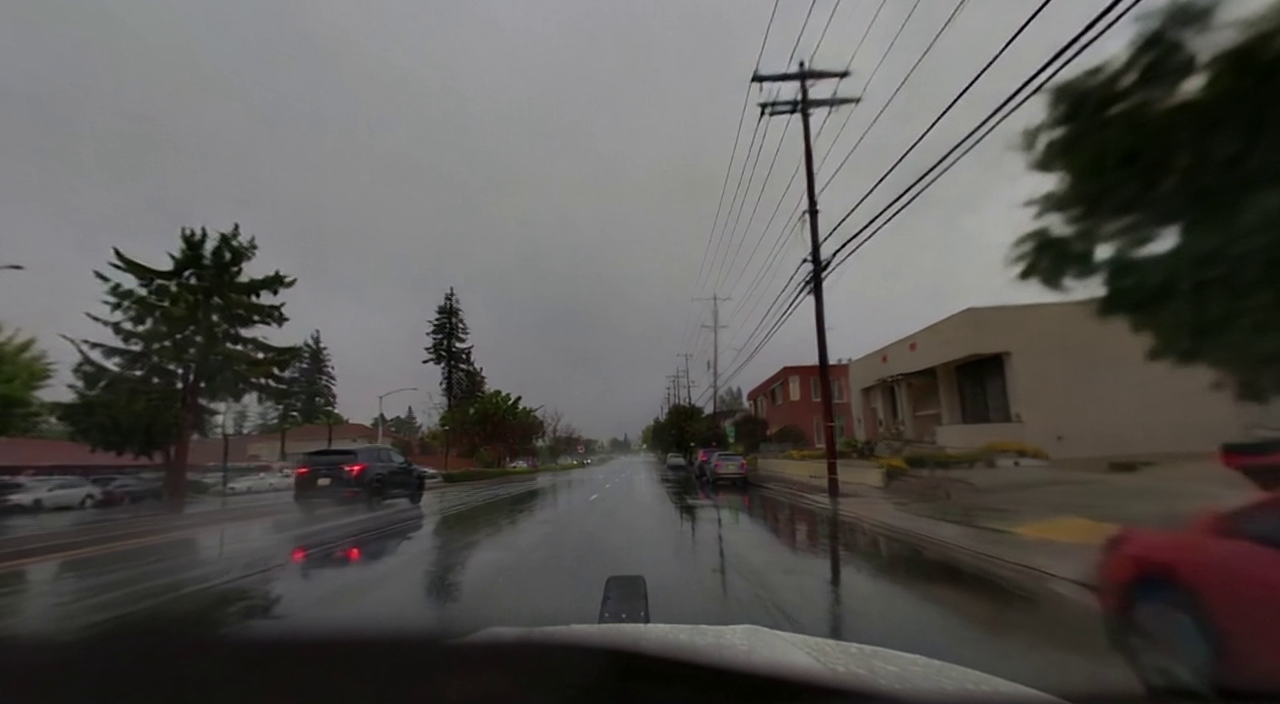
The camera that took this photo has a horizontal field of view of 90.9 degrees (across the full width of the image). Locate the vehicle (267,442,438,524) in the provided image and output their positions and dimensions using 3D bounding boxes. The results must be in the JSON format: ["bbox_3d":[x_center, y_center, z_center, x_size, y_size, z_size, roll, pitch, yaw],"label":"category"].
[{"bbox_3d":[-6.691,3.050,15.380,2.000,1.671,4.497,-1,-8,1],"label":"vehicle"}]

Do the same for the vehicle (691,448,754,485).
[{"bbox_3d":[3.641,5.145,28.648,2.259,1.500,4.474,0,-8,0],"label":"vehicle"}]

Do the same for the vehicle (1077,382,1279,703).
[{"bbox_3d":[3.508,0.767,1.471,2.022,1.592,4.111,-1,-8,1],"label":"vehicle"}]

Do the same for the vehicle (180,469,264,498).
[{"bbox_3d":[-25.532,8.044,38.733,1.883,1.451,4.676,-1,-8,1],"label":"vehicle"}]

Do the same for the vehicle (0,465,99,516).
[{"bbox_3d":[-25.659,5.716,26.325,1.894,1.787,4.711,-1,-8,1],"label":"vehicle"}]

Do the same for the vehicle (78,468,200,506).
[{"bbox_3d":[-25.614,6.888,32.566,1.912,1.538,5.264,-1,-8,1],"label":"vehicle"}]
